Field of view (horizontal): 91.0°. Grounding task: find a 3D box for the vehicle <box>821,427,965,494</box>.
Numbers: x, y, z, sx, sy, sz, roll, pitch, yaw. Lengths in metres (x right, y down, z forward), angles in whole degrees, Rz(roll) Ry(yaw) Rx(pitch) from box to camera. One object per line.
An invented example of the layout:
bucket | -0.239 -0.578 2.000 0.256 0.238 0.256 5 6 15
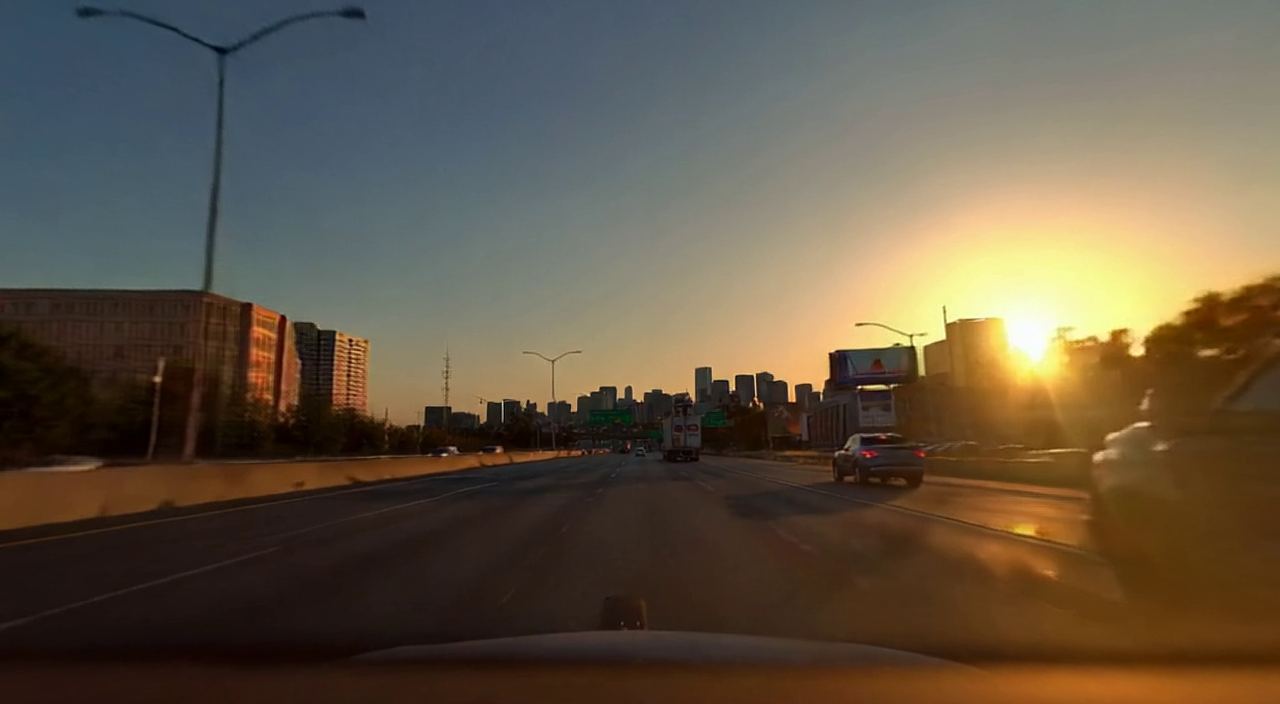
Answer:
vehicle | 8.282 3.630 21.380 2.544 1.947 5.288 0 -9 -1

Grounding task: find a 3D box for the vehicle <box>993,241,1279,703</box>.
vehicle | 4.097 0.435 1.561 2.740 2.157 6.300 0 -9 0
